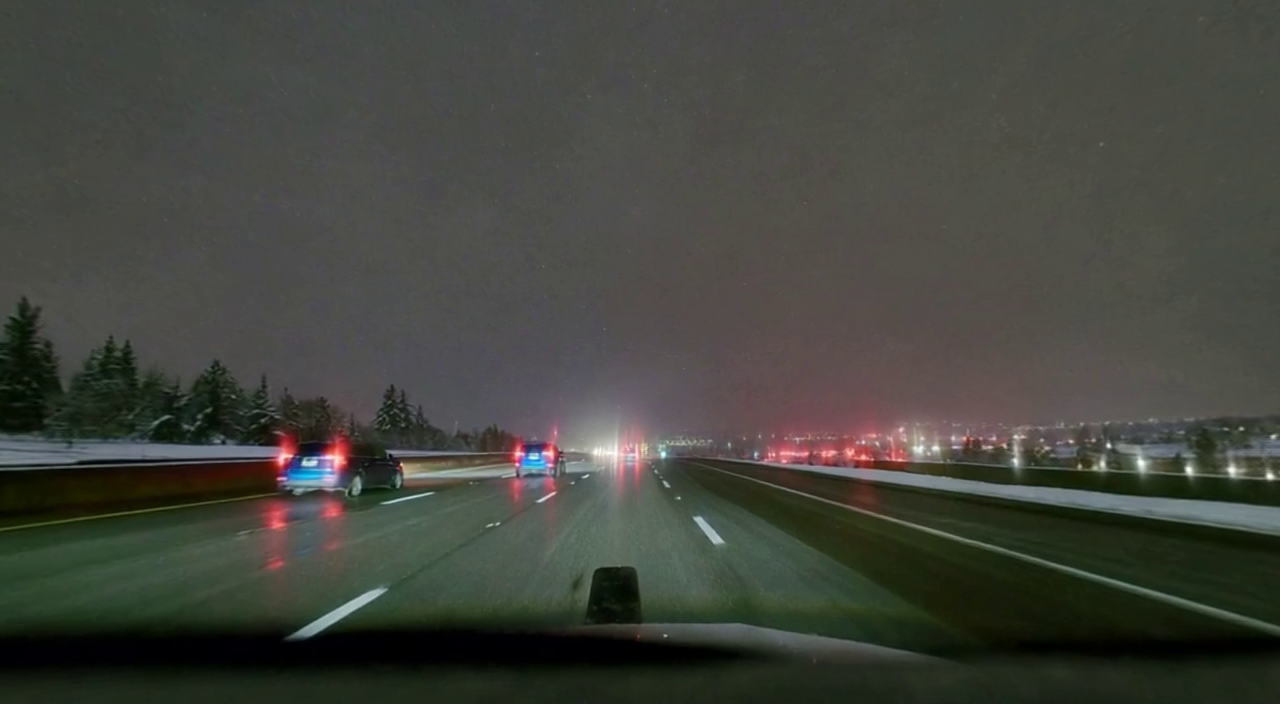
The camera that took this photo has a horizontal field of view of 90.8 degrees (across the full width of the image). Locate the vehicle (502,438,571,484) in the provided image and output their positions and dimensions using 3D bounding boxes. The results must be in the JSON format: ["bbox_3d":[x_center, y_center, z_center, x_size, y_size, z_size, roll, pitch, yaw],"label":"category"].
[{"bbox_3d":[-4.113,4.400,25.781,2.075,1.702,4.257,0,-9,0],"label":"vehicle"}]

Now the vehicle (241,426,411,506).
[{"bbox_3d":[-8.152,3.004,17.110,2.040,1.824,4.917,0,-9,0],"label":"vehicle"}]
